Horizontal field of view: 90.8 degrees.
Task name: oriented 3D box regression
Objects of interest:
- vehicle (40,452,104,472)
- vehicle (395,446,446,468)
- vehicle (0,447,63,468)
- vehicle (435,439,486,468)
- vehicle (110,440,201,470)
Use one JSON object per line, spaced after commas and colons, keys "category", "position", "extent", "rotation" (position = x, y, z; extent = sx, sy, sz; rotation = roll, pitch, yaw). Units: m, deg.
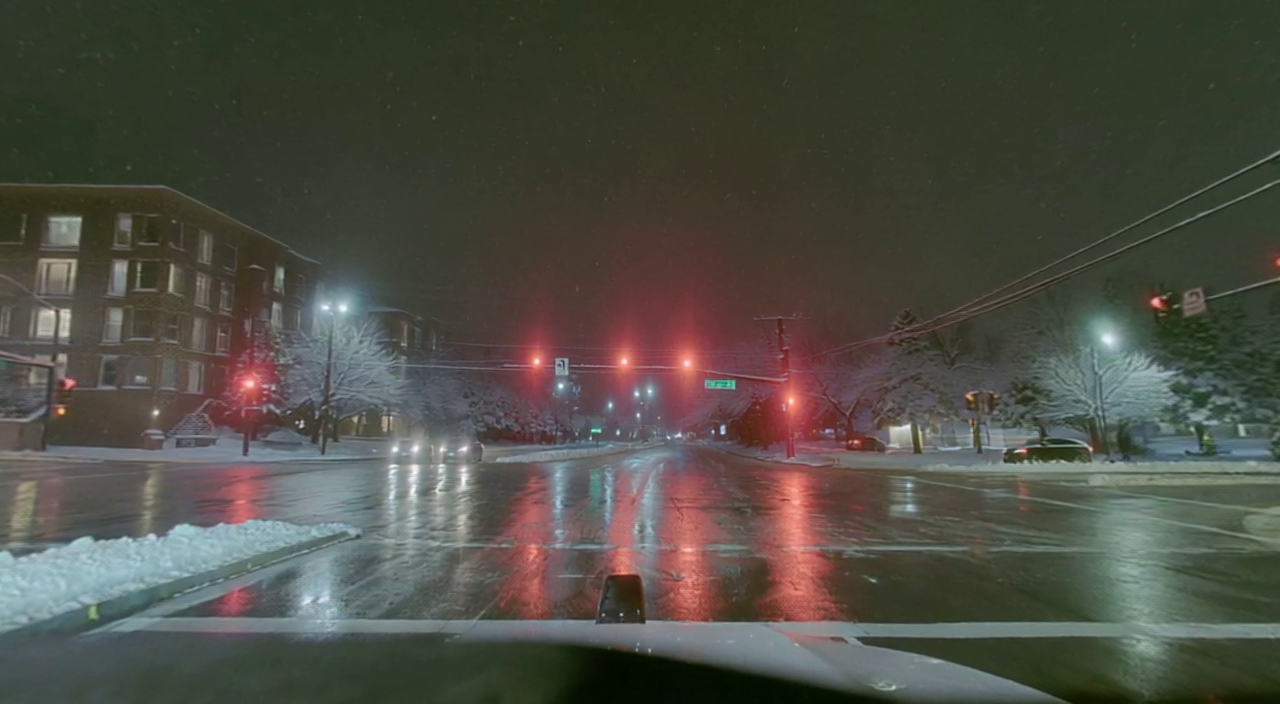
{"category": "vehicle", "position": [-41.571, 8.032, 46.320], "extent": [1.552, 1.339, 3.340], "rotation": [-1, -8, -1]}
{"category": "vehicle", "position": [-15.487, 7.436, 44.806], "extent": [2.056, 1.450, 4.343], "rotation": [0, -8, 0]}
{"category": "vehicle", "position": [-45.247, 7.765, 46.617], "extent": [1.858, 1.467, 3.624], "rotation": [0, -8, 0]}
{"category": "vehicle", "position": [-11.950, 6.774, 42.337], "extent": [2.080, 1.763, 4.341], "rotation": [0, -8, 0]}
{"category": "vehicle", "position": [-34.889, 7.419, 45.751], "extent": [2.204, 1.955, 5.518], "rotation": [0, -8, 0]}
